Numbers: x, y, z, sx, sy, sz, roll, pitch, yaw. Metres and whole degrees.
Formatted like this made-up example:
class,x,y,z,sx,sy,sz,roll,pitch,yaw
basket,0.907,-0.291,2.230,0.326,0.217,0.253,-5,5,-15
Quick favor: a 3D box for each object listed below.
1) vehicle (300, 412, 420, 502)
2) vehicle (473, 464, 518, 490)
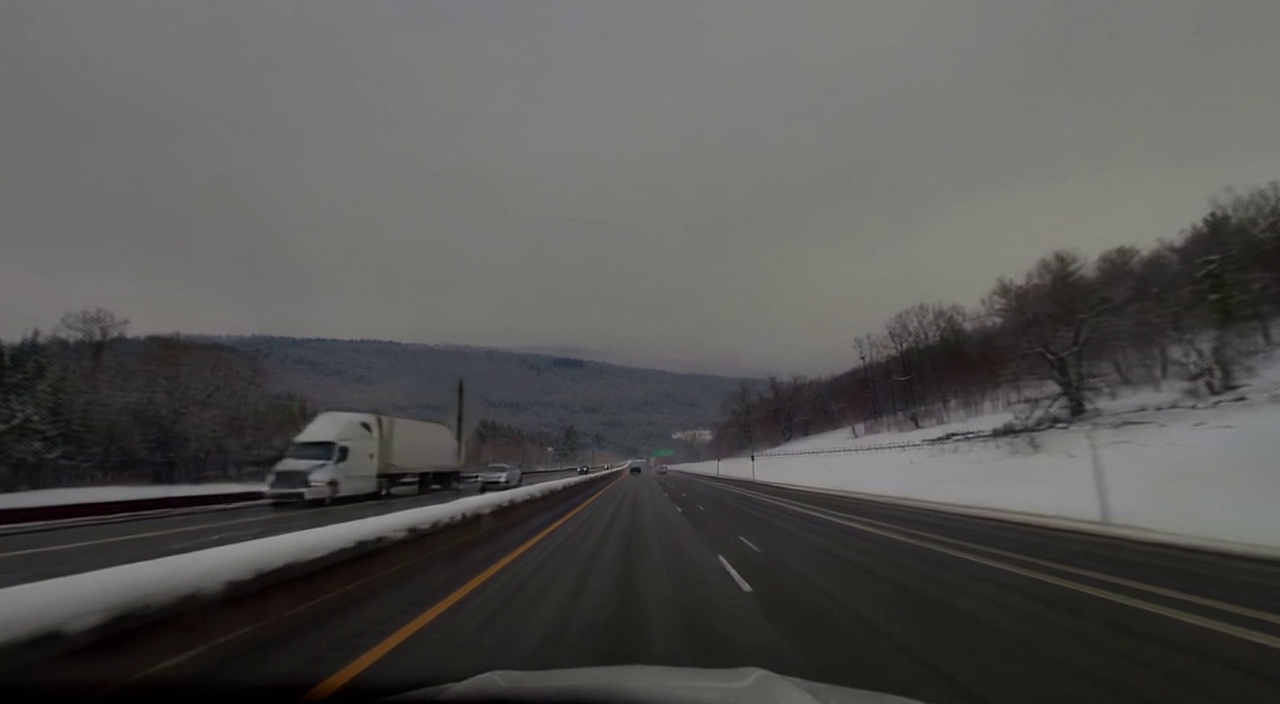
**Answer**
class,x,y,z,sx,sy,sz,roll,pitch,yaw
vehicle,-13.633,5.243,31.260,3.010,3.997,5.844,1,-10,0
vehicle,-9.327,8.101,40.922,1.903,1.543,4.233,1,-10,0
